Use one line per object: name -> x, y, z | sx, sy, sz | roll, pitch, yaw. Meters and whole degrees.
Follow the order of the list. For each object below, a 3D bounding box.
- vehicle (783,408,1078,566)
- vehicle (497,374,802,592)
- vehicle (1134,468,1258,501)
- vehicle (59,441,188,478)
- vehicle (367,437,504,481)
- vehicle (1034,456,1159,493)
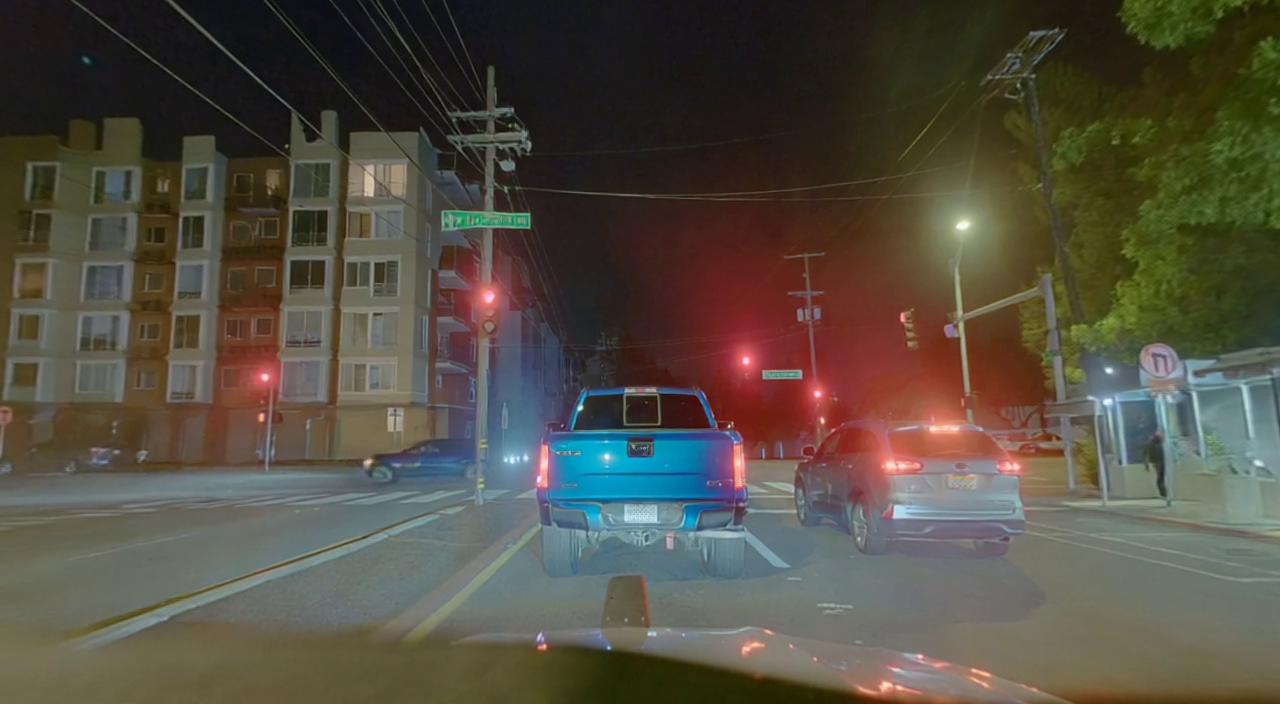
vehicle -> 3.837, 1.877, 9.561 | 2.131, 1.759, 4.762 | 0, -8, -1
vehicle -> 0.116, 1.553, 8.300 | 2.738, 1.959, 5.070 | 0, -8, 1
vehicle -> 26.361, 6.282, 30.001 | 4.071, 1.388, 1.884 | 0, -8, 1
vehicle -> -24.859, 5.171, 30.443 | 4.563, 1.692, 1.778 | 0, -8, -1
vehicle -> -8.500, 4.480, 26.583 | 5.043, 1.766, 1.980 | 0, -8, 0
vehicle -> 21.741, 5.831, 30.151 | 4.498, 1.618, 1.843 | 0, -9, 0
